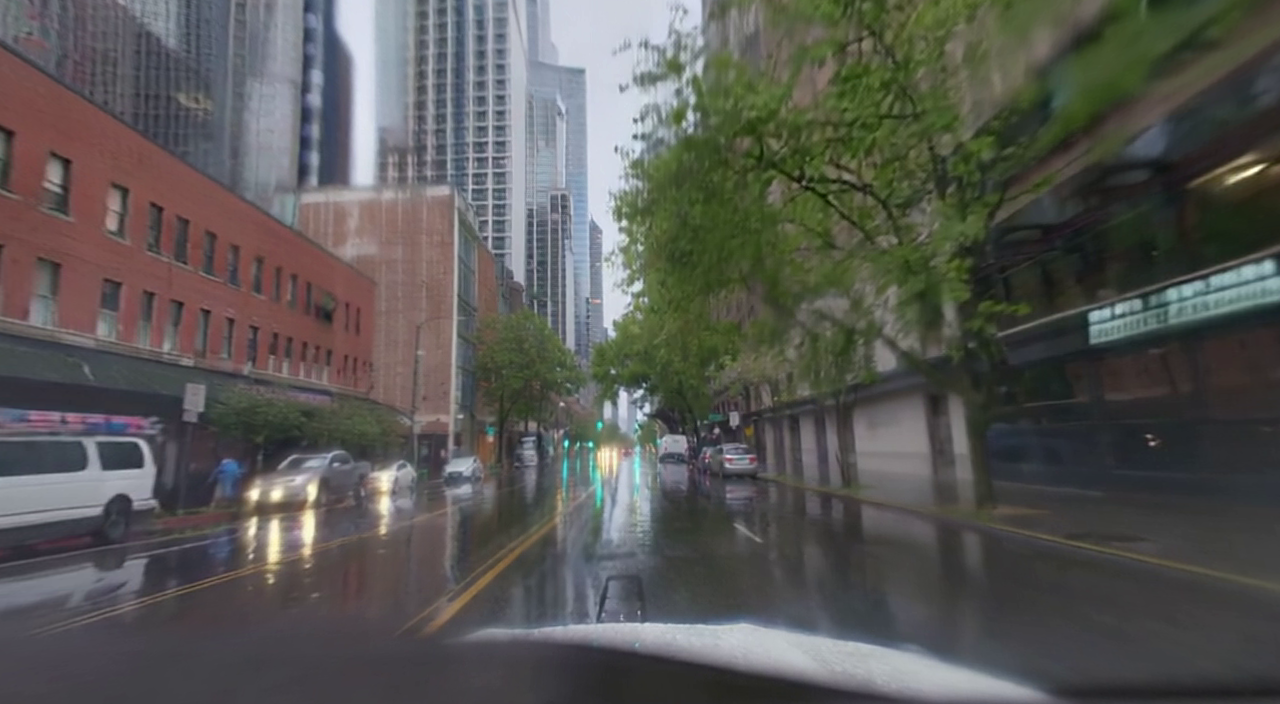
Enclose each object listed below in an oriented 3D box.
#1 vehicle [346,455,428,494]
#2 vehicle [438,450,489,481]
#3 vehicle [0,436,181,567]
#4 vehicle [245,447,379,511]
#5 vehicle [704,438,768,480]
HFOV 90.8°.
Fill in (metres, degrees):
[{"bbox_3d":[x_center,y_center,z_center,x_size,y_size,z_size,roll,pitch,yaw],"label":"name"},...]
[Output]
[{"bbox_3d":[-11.376,5.532,28.758,2.007,1.511,4.280,-4,-10,0],"label":"vehicle"},{"bbox_3d":[-11.261,7.259,40.602,2.039,1.770,4.445,-3,-10,-1],"label":"vehicle"},{"bbox_3d":[-10.836,2.400,10.010,2.574,1.922,6.292,-4,-9,-1],"label":"vehicle"},{"bbox_3d":[-11.335,4.374,22.407,1.970,1.828,5.519,-3,-9,-2],"label":"vehicle"},{"bbox_3d":[4.637,5.288,31.423,2.237,1.908,5.320,0,-9,-1],"label":"vehicle"}]
